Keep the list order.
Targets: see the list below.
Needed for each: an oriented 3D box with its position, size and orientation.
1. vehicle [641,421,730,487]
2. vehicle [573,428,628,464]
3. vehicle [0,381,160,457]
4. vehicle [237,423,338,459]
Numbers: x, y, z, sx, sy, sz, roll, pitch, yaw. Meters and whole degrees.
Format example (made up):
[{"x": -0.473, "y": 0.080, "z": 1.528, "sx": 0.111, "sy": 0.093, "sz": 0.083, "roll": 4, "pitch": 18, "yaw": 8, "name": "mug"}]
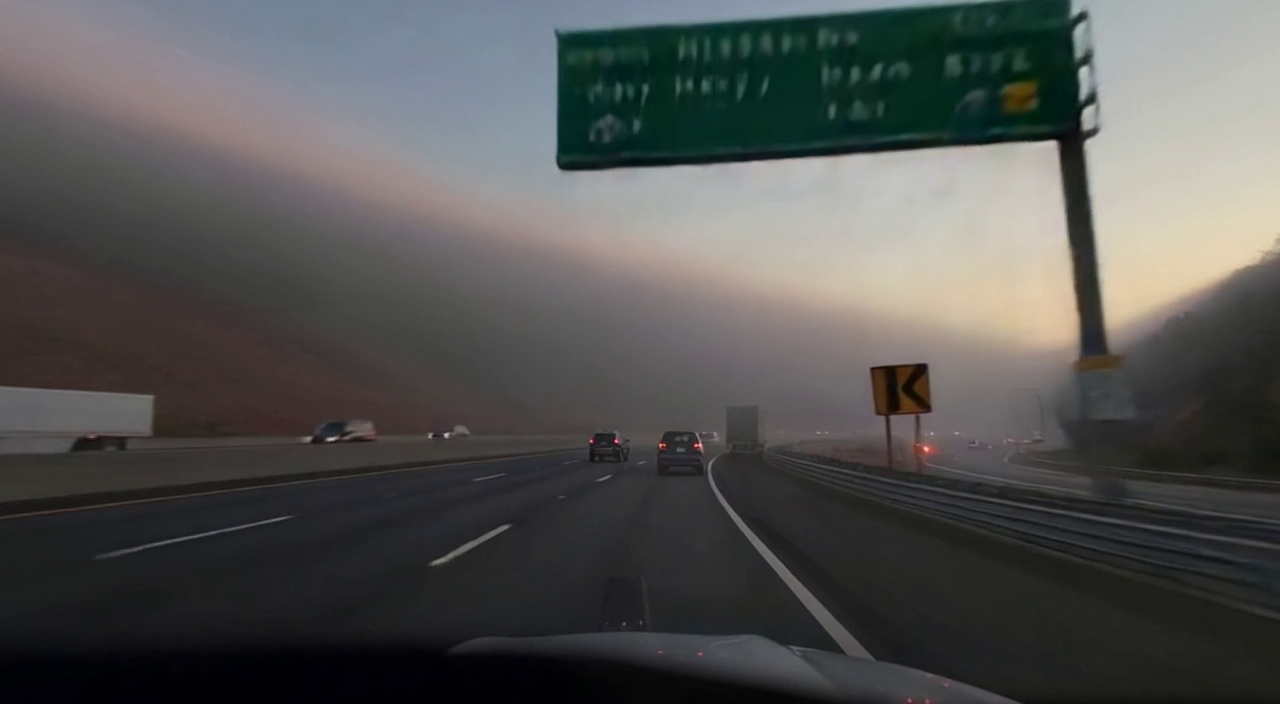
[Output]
[{"x": 1.394, "y": 3.195, "z": 19.963, "sx": 2.484, "sy": 1.820, "sz": 4.497, "roll": -1, "pitch": -8, "yaw": 3, "name": "vehicle"}, {"x": -1.950, "y": 4.830, "z": 32.395, "sx": 2.077, "sy": 1.712, "sz": 4.406, "roll": -1, "pitch": -8, "yaw": 6, "name": "vehicle"}, {"x": -32.199, "y": 3.558, "z": 32.617, "sx": 2.795, "sy": 3.678, "sz": 13.742, "roll": -1, "pitch": -9, "yaw": 6, "name": "vehicle"}, {"x": -15.995, "y": 4.082, "z": 28.904, "sx": 1.864, "sy": 1.507, "sz": 4.271, "roll": -1, "pitch": -8, "yaw": 5, "name": "vehicle"}]
